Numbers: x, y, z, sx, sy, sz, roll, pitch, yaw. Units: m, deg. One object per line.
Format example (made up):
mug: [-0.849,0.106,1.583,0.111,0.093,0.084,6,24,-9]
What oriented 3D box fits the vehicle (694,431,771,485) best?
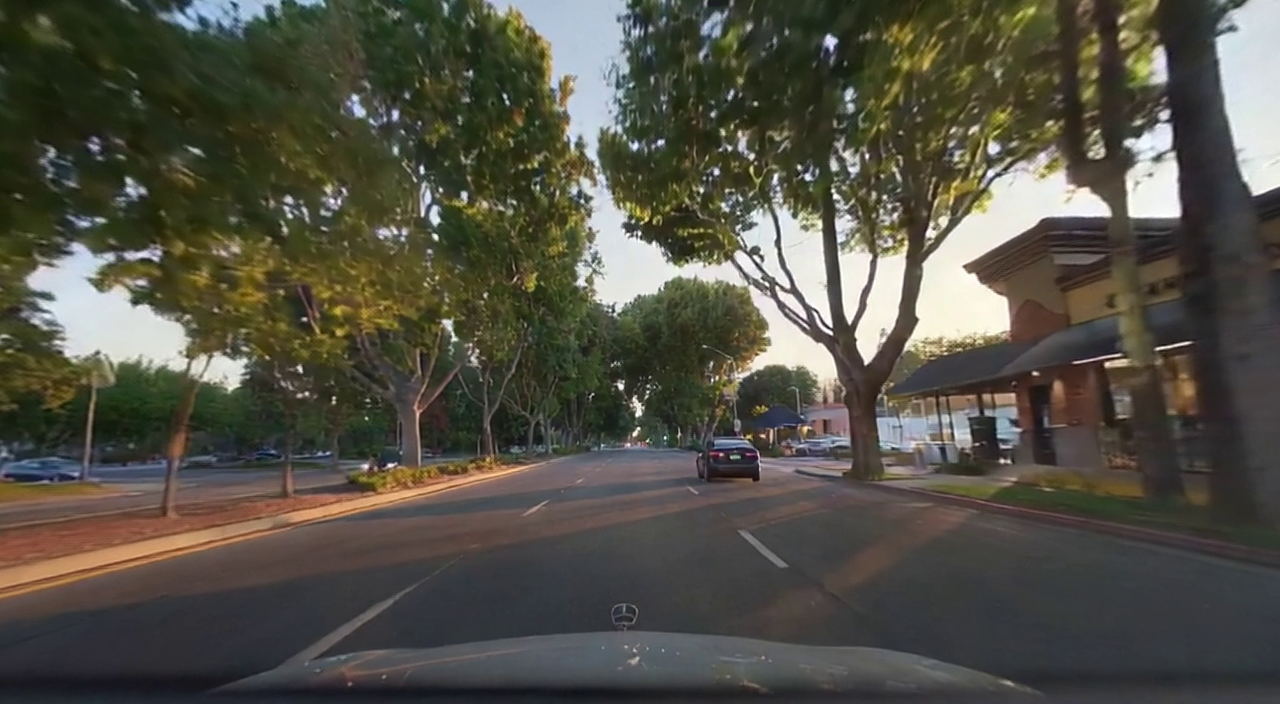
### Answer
vehicle: [3.261,3.818,23.060,2.083,1.743,4.354,0,-8,-1]

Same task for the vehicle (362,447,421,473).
vehicle: [-16.367,7.115,41.716,1.934,1.497,4.745,0,-8,1]
